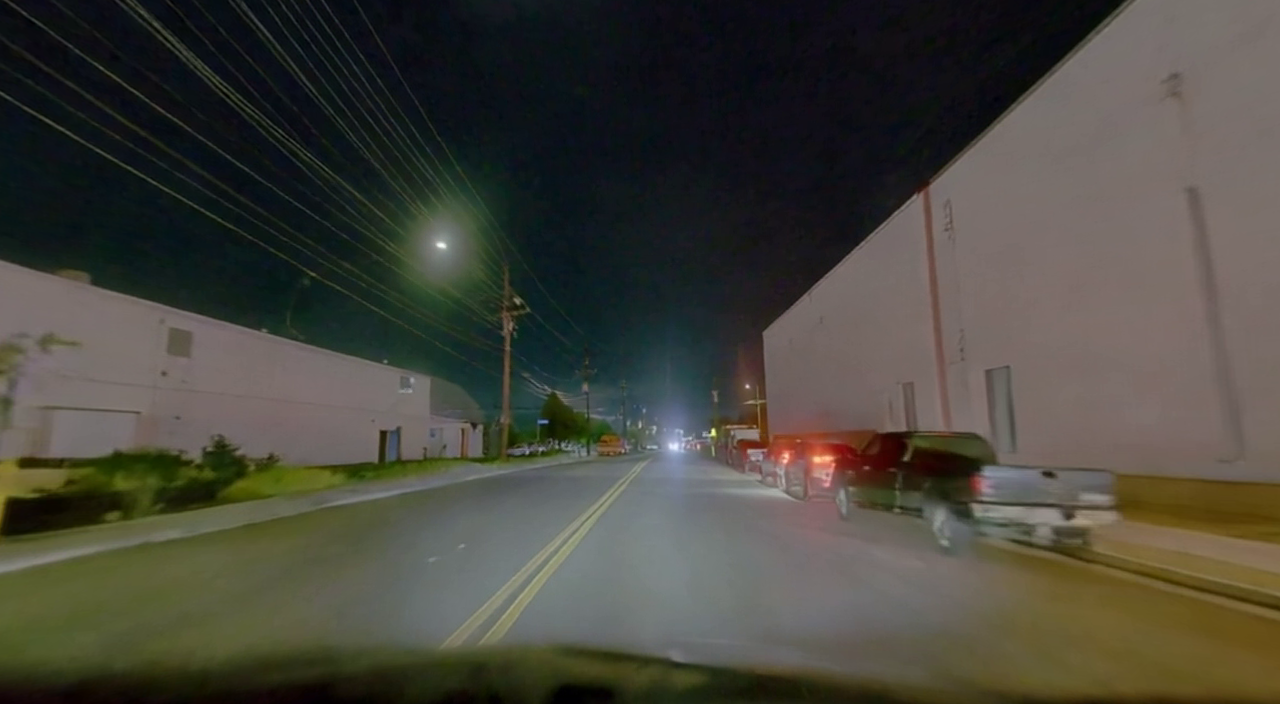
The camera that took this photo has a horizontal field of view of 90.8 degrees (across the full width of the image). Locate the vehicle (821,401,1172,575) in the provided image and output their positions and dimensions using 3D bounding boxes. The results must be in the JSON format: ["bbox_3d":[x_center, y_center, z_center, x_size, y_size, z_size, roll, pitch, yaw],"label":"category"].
[{"bbox_3d":[4.450,1.820,9.276,2.009,1.776,5.440,0,-9,1],"label":"vehicle"}]
